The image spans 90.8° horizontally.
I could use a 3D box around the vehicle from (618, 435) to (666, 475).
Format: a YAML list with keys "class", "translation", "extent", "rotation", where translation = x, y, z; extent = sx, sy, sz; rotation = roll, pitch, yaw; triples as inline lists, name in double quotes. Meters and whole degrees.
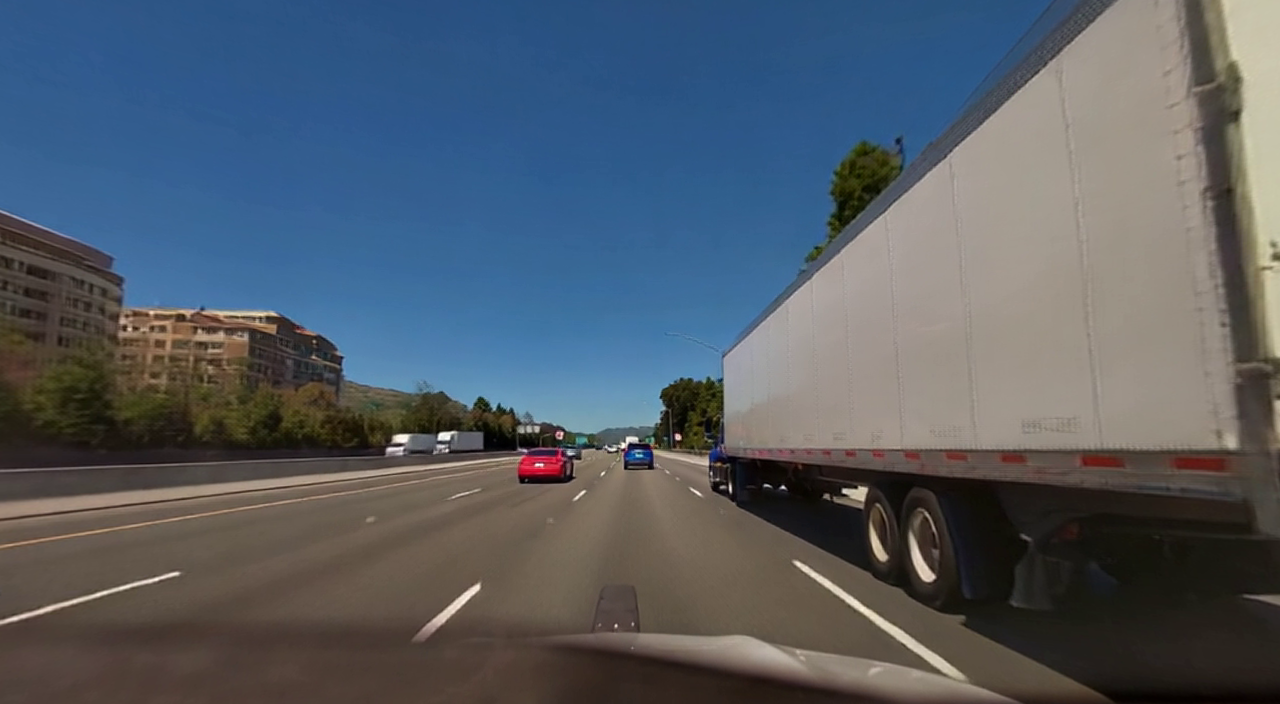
- class: "vehicle"
  translation: [0.050, 5.060, 31.072]
  extent: [2.203, 1.805, 4.358]
  rotation: [0, -9, -1]

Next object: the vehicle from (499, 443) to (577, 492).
- class: "vehicle"
  translation: [-3.223, 3.740, 20.777]
  extent: [1.864, 1.406, 4.544]
  rotation: [0, -9, -1]

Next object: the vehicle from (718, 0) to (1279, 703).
- class: "vehicle"
  translation: [3.591, 0.626, 9.240]
  extent: [2.876, 4.086, 15.117]
  rotation: [0, -9, 0]
